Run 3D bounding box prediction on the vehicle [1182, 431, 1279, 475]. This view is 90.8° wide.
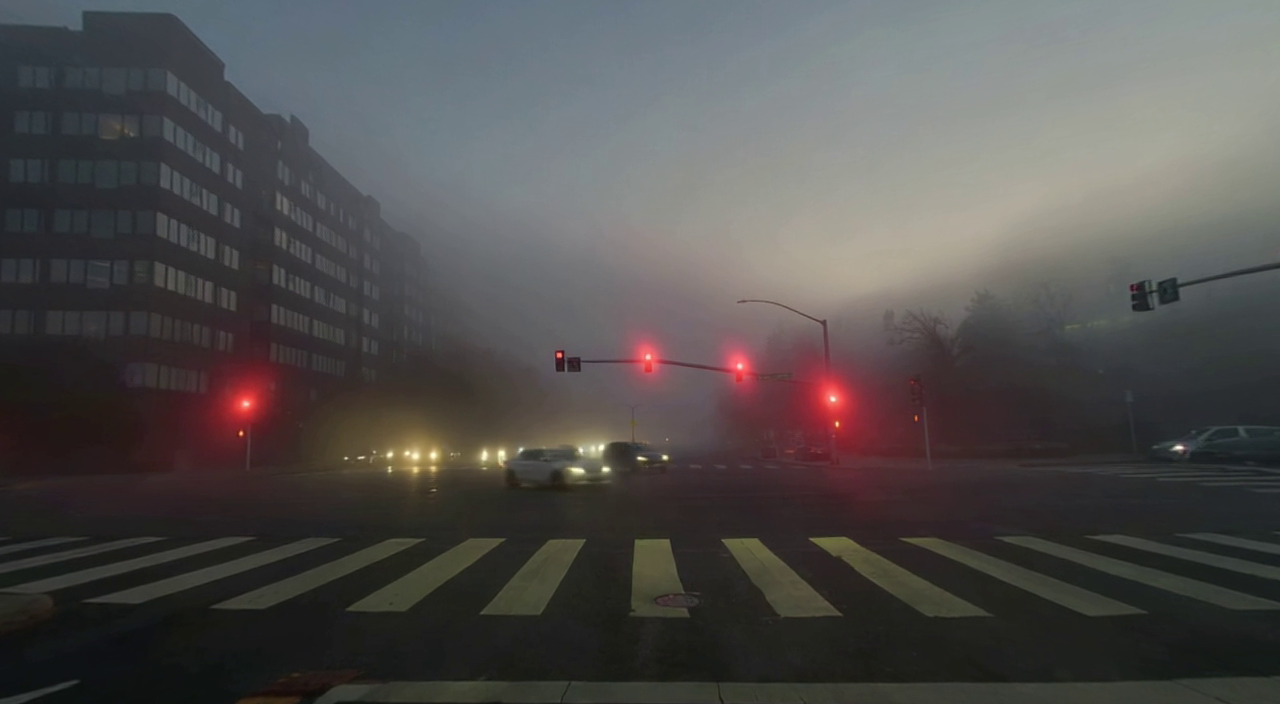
[{"bbox_3d":[22.297,3.560,22.380,4.474,1.477,1.908,0,-9,-3],"label":"vehicle"}]

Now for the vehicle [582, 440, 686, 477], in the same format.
[{"bbox_3d":[-0.368,4.545,27.212,2.109,1.461,4.637,6,-11,-37],"label":"vehicle"}]

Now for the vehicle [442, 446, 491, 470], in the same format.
[{"bbox_3d":[-11.692,7.148,42.790,2.003,1.476,4.297,-1,-9,2],"label":"vehicle"}]

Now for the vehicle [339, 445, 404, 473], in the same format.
[{"bbox_3d":[-18.599,7.405,44.063,2.237,1.842,5.116,0,-9,0],"label":"vehicle"}]

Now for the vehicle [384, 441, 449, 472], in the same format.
[{"bbox_3d":[-15.183,7.120,43.225,2.340,1.946,5.450,-1,-9,1],"label":"vehicle"}]

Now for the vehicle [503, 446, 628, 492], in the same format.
[{"bbox_3d":[-2.476,3.698,20.286,1.910,1.288,4.093,8,-12,-43],"label":"vehicle"}]
